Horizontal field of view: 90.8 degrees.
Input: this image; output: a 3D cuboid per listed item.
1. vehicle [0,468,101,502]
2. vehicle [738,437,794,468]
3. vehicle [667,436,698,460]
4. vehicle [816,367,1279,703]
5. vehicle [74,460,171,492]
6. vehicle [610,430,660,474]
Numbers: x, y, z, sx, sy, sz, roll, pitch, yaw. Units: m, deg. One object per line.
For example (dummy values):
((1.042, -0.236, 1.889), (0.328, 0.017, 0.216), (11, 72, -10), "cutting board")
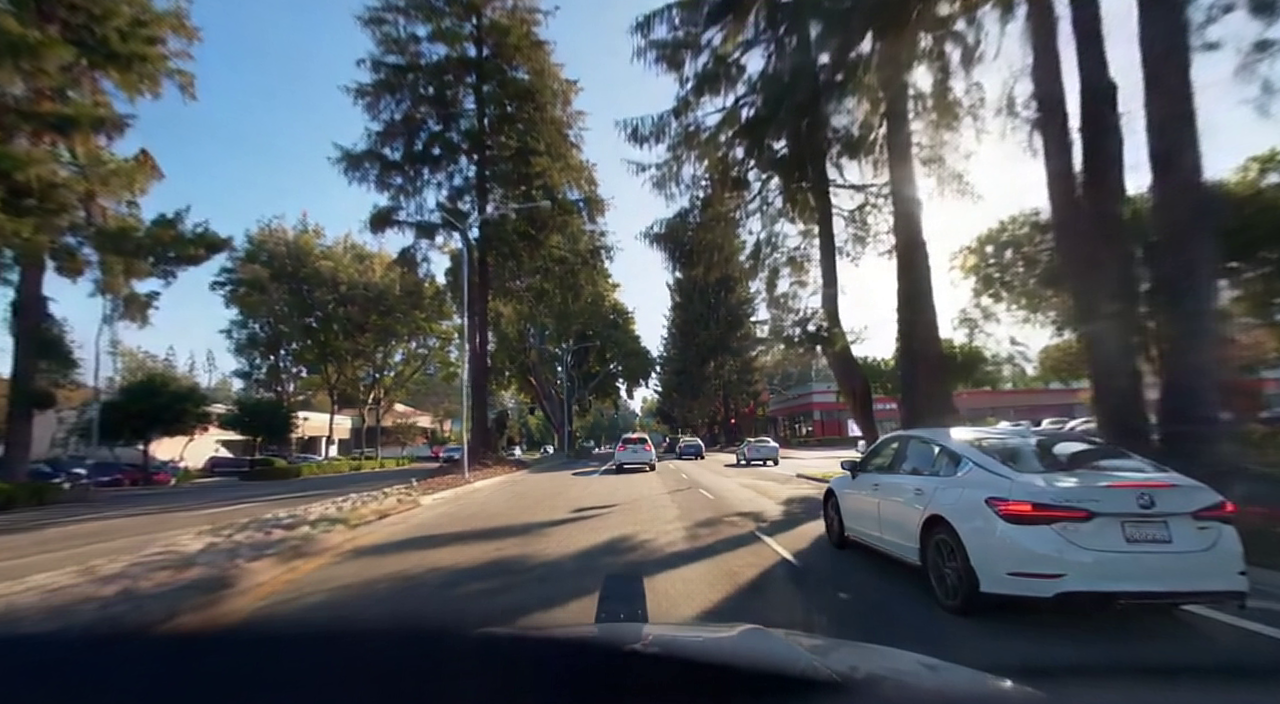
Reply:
((-29.979, 6.564, 31.246), (4.689, 1.535, 2.042), (0, -8, -1), "vehicle")
((6.337, 5.132, 32.264), (1.883, 1.452, 4.258), (0, -8, -1), "vehicle")
((3.172, 7.335, 48.266), (2.000, 1.745, 4.206), (0, -8, -1), "vehicle")
((3.238, 1.226, 5.369), (2.153, 1.658, 4.485), (0, -8, 0), "vehicle")
((-30.294, 7.259, 37.057), (4.058, 1.535, 1.826), (-2, -8, -2), "vehicle")
((-0.222, 4.538, 28.789), (2.106, 1.798, 4.168), (0, -8, 0), "vehicle")
